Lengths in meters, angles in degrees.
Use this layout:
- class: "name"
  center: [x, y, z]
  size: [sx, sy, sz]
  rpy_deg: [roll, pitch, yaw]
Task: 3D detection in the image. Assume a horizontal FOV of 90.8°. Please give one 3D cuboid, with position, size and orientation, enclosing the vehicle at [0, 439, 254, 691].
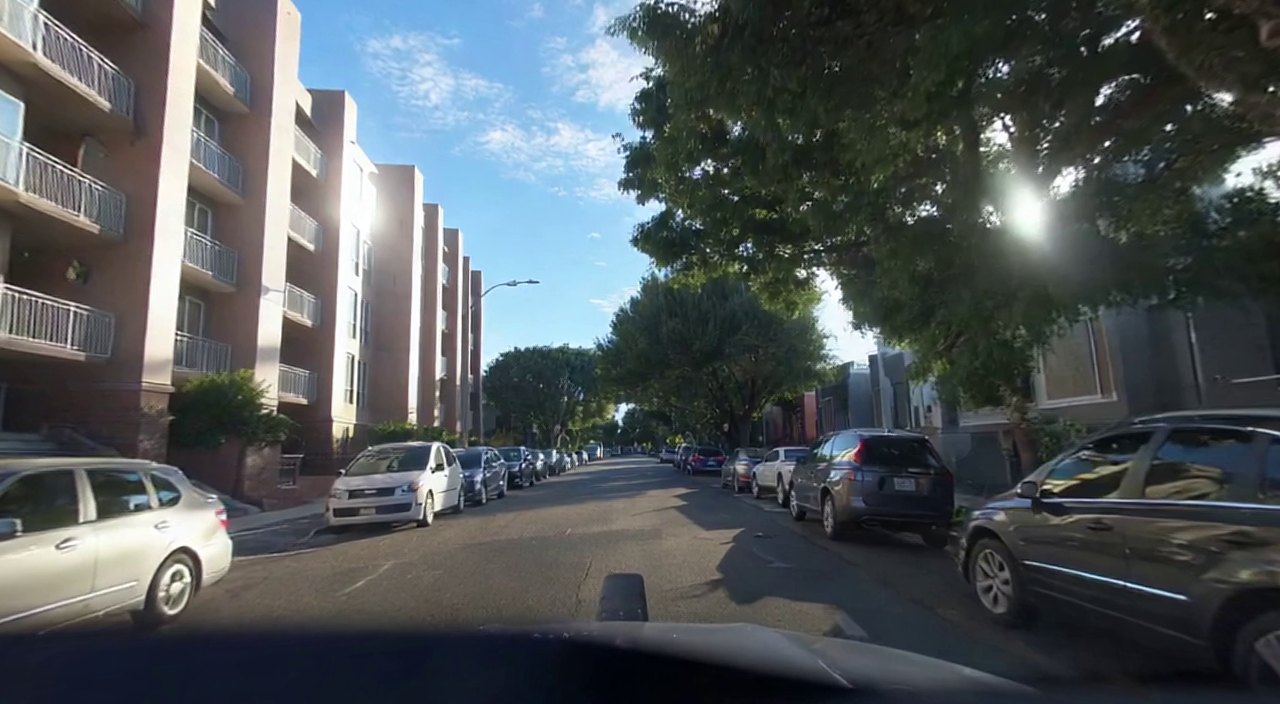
- class: "vehicle"
  center: [-4.762, 1.329, 4.151]
  size: [1.830, 1.493, 4.373]
  rpy_deg: [0, -8, -2]

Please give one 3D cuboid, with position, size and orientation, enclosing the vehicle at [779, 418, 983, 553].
- class: "vehicle"
  center: [3.824, 2.174, 11.070]
  size: [1.911, 1.835, 4.599]
  rpy_deg: [0, -8, 2]

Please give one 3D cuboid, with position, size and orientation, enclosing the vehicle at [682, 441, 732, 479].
- class: "vehicle"
  center: [3.373, 5.518, 32.740]
  size: [1.912, 1.781, 5.159]
  rpy_deg: [0, -8, -1]

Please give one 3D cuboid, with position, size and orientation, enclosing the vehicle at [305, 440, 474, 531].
- class: "vehicle"
  center: [-5.268, 2.801, 13.929]
  size: [2.274, 1.679, 3.639]
  rpy_deg: [0, -7, -1]

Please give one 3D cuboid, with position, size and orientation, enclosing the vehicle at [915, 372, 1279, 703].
- class: "vehicle"
  center: [3.723, 1.117, 3.821]
  size: [1.886, 1.727, 4.678]
  rpy_deg: [0, -8, -1]
